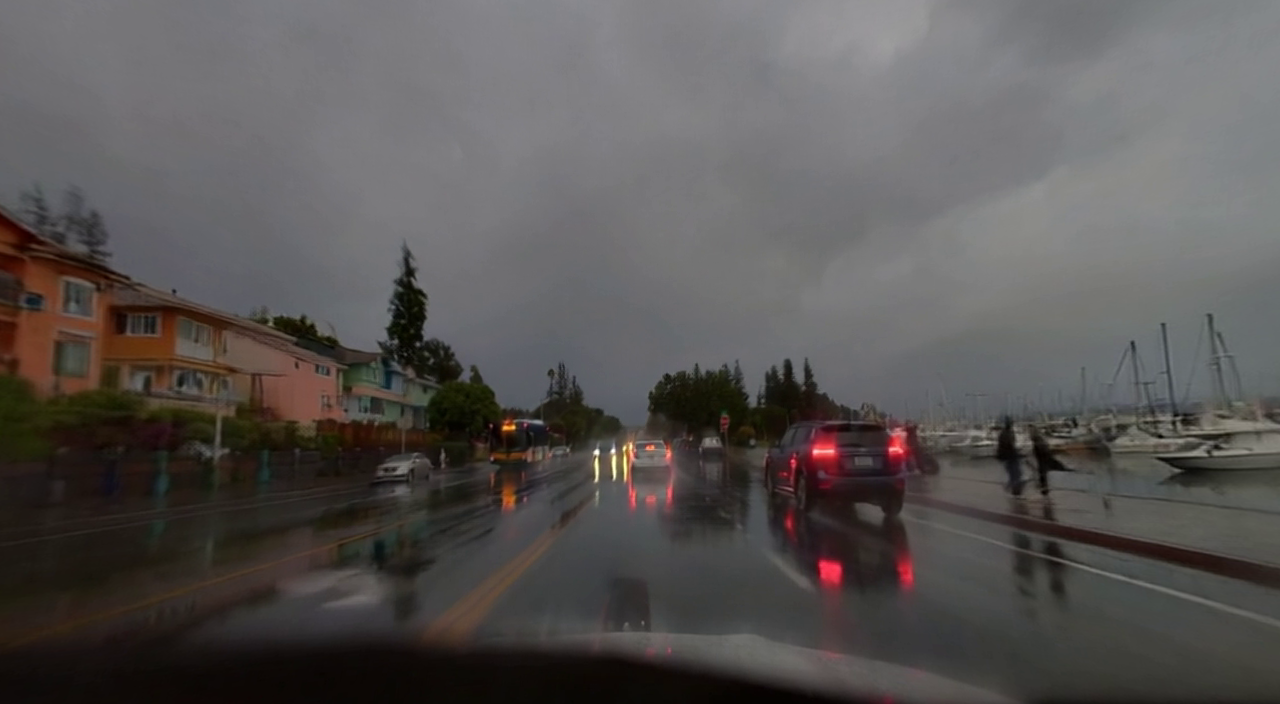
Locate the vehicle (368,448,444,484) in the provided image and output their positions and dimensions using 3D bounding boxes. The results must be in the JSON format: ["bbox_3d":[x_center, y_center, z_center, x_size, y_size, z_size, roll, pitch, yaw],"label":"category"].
[{"bbox_3d":[-10.301,5.023,28.041,1.731,1.489,3.841,-1,-9,3],"label":"vehicle"}]

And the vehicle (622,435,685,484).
[{"bbox_3d":[0.443,3.937,23.236,2.132,1.632,3.838,0,-9,0],"label":"vehicle"}]

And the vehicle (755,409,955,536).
[{"bbox_3d":[3.499,2.065,11.336,2.000,1.809,4.405,0,-9,0],"label":"vehicle"}]

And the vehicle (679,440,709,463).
[{"bbox_3d":[4.025,7.461,47.374,1.876,1.626,3.851,0,-9,-1],"label":"vehicle"}]
